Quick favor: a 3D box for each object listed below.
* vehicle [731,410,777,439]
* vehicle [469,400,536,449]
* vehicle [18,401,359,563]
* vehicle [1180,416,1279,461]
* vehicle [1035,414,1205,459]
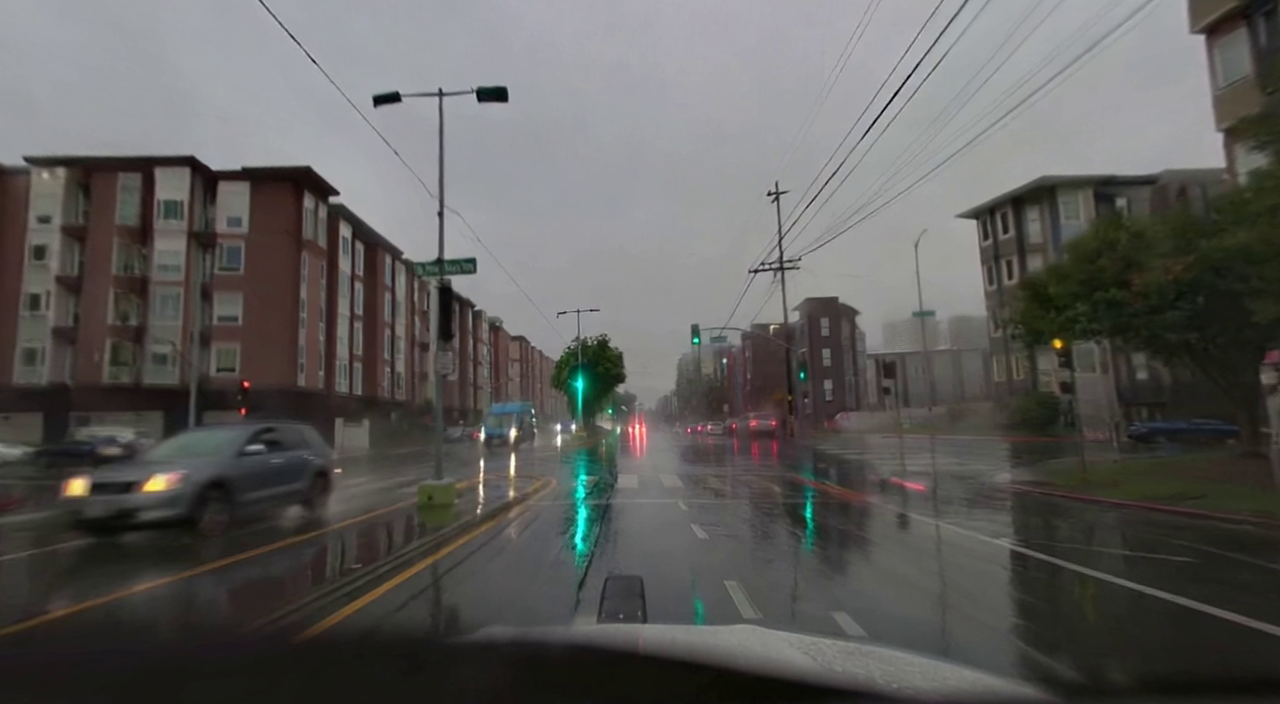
[{"bbox_3d":[7.181,4.662,40.371,1.996,1.704,4.490,0,-8,-2],"label":"vehicle"},{"bbox_3d":[-7.396,3.941,34.727,2.515,2.476,5.364,0,-6,0],"label":"vehicle"},{"bbox_3d":[-6.671,1.942,10.274,2.158,1.871,4.742,-3,-8,-1],"label":"vehicle"},{"bbox_3d":[21.957,3.045,22.016,4.432,1.480,1.818,0,-8,4],"label":"vehicle"},{"bbox_3d":[16.333,2.881,21.673,4.210,1.449,1.974,0,-6,0],"label":"vehicle"}]
